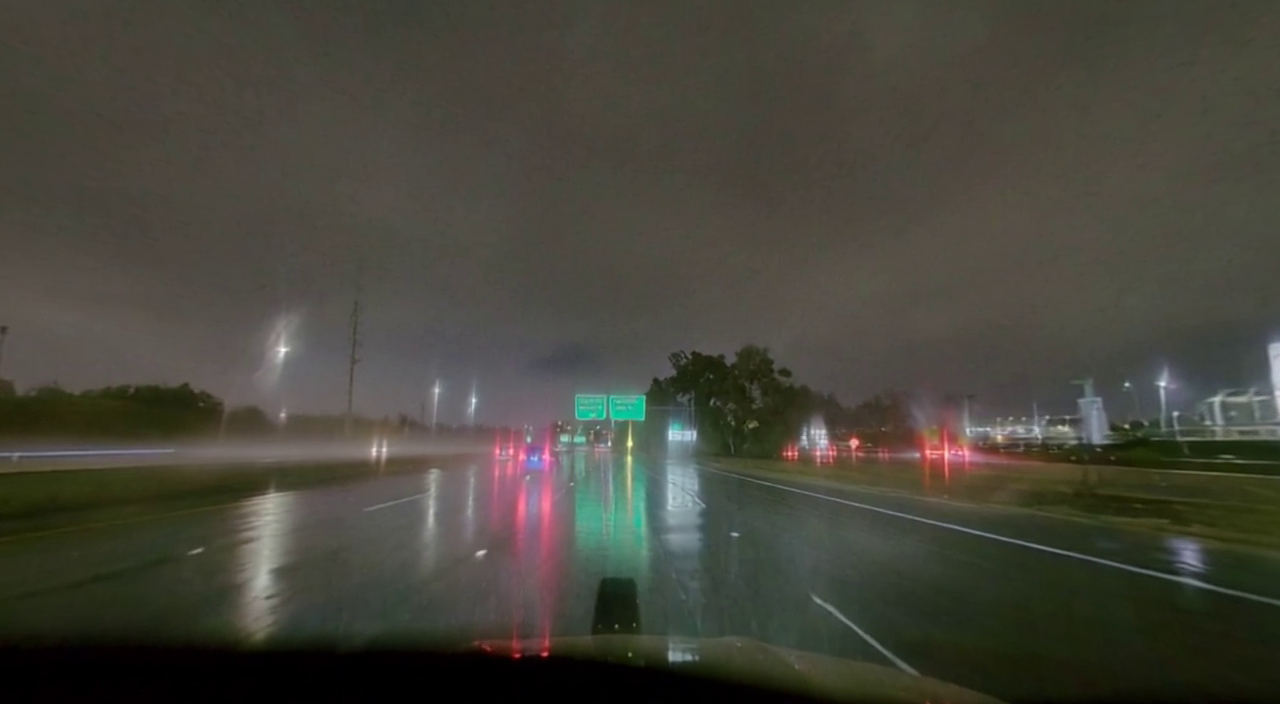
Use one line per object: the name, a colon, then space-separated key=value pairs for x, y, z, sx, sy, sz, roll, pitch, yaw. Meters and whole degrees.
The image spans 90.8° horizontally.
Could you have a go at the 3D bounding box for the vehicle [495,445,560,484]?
vehicle: x=-4.654 y=4.722 z=26.837 sx=2.050 sy=1.507 sz=4.316 roll=0 pitch=-8 yaw=-1
